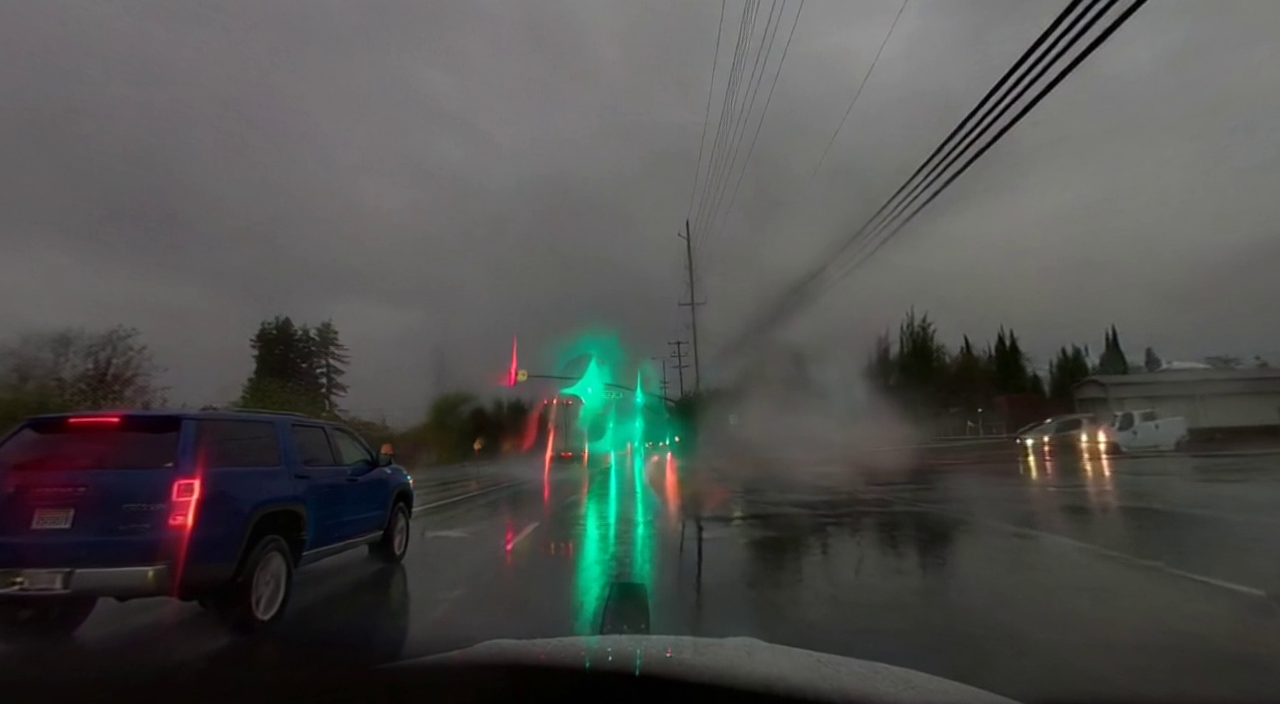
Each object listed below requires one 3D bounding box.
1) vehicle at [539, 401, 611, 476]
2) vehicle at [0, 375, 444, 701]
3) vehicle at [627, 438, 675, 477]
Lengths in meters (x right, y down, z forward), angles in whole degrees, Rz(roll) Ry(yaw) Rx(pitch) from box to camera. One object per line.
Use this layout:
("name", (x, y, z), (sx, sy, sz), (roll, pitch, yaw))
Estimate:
("vehicle", (-3.404, 4.942, 35.635), (2.928, 3.658, 8.980), (0, -9, 1))
("vehicle", (-3.677, 1.387, 5.916), (2.093, 1.832, 4.508), (0, -9, 1))
("vehicle", (0.536, 5.108, 30.641), (2.174, 1.749, 4.113), (0, -9, 1))
